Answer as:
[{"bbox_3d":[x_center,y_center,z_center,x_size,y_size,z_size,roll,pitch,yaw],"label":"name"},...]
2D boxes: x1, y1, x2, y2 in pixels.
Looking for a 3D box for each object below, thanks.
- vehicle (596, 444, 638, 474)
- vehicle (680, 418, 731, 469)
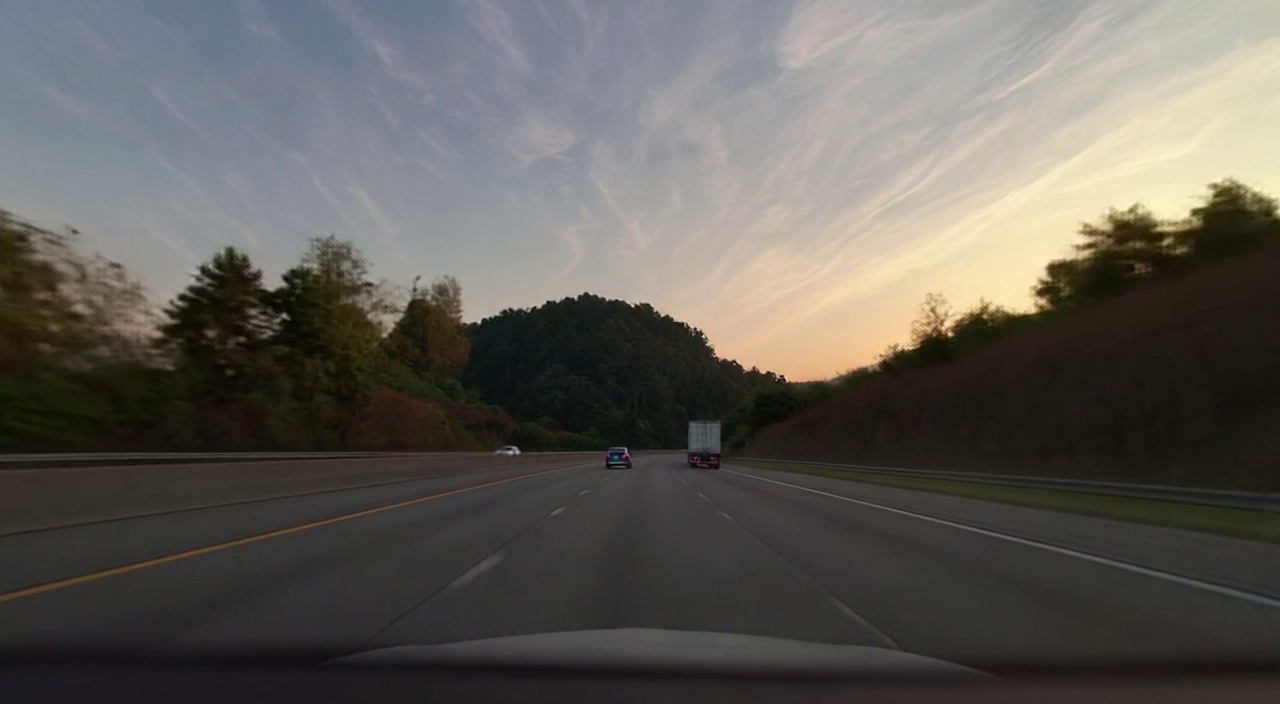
[{"bbox_3d":[-1.317,6.472,38.166,2.297,1.683,4.385,0,-9,2],"label":"vehicle"},{"bbox_3d":[4.796,7.001,48.016,2.960,3.547,8.560,0,-9,0],"label":"vehicle"}]
